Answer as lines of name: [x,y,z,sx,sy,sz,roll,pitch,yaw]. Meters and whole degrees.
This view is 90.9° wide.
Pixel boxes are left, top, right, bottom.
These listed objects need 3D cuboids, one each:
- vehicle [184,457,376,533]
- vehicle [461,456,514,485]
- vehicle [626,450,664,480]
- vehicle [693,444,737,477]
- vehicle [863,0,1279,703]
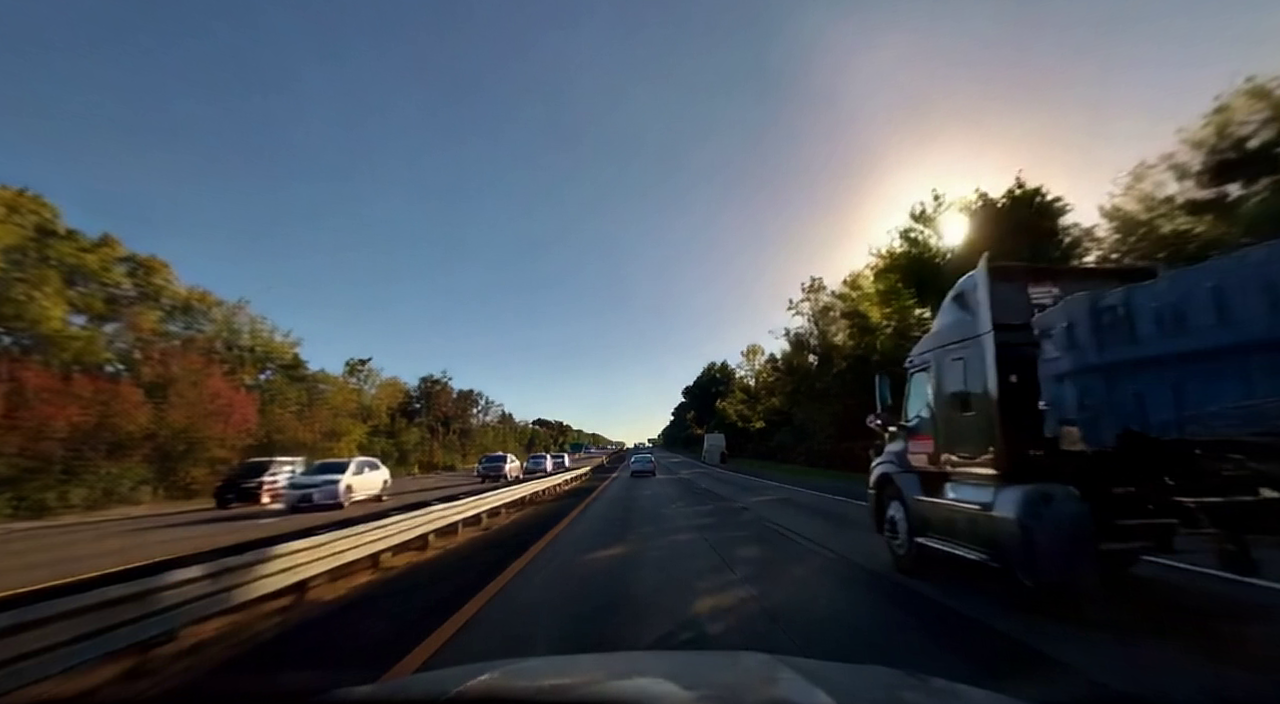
vehicle: [-8.291,3.287,15.139,1.935,1.477,4.537,0,-9,0]
vehicle: [-8.230,6.415,34.271,1.873,1.435,3.915,0,-9,0]
vehicle: [0.262,6.082,34.018,1.939,1.495,3.612,0,-9,0]
vehicle: [4.512,6.595,38.463,2.020,1.849,4.051,0,-9,-2]
vehicle: [4.507,-0.055,2.515,2.885,3.679,12.102,0,-9,1]
